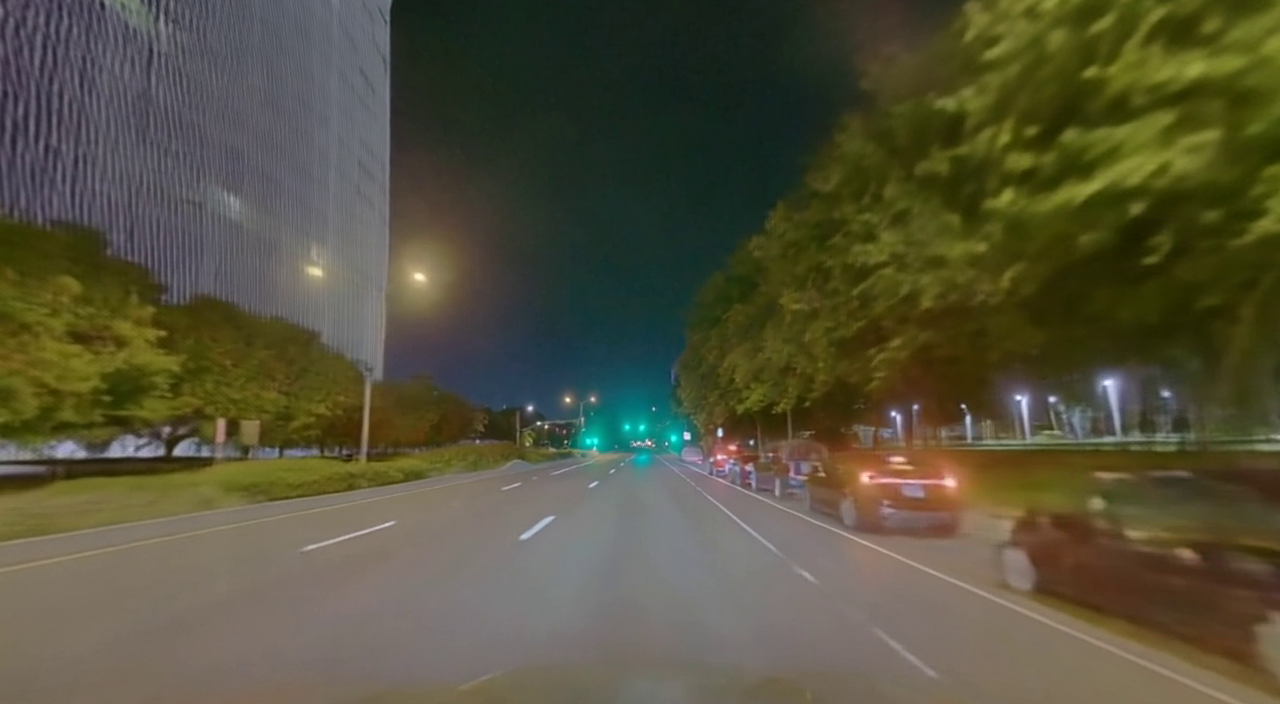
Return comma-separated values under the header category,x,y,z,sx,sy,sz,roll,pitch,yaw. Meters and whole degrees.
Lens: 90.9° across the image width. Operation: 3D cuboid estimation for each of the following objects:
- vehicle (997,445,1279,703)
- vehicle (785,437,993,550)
category,x,y,z,sx,sy,sz,roll,pitch,yaw
vehicle,4.255,1.268,3.690,1.872,1.420,4.201,0,-8,0
vehicle,4.065,2.345,11.297,1.974,1.534,4.610,1,-8,2
